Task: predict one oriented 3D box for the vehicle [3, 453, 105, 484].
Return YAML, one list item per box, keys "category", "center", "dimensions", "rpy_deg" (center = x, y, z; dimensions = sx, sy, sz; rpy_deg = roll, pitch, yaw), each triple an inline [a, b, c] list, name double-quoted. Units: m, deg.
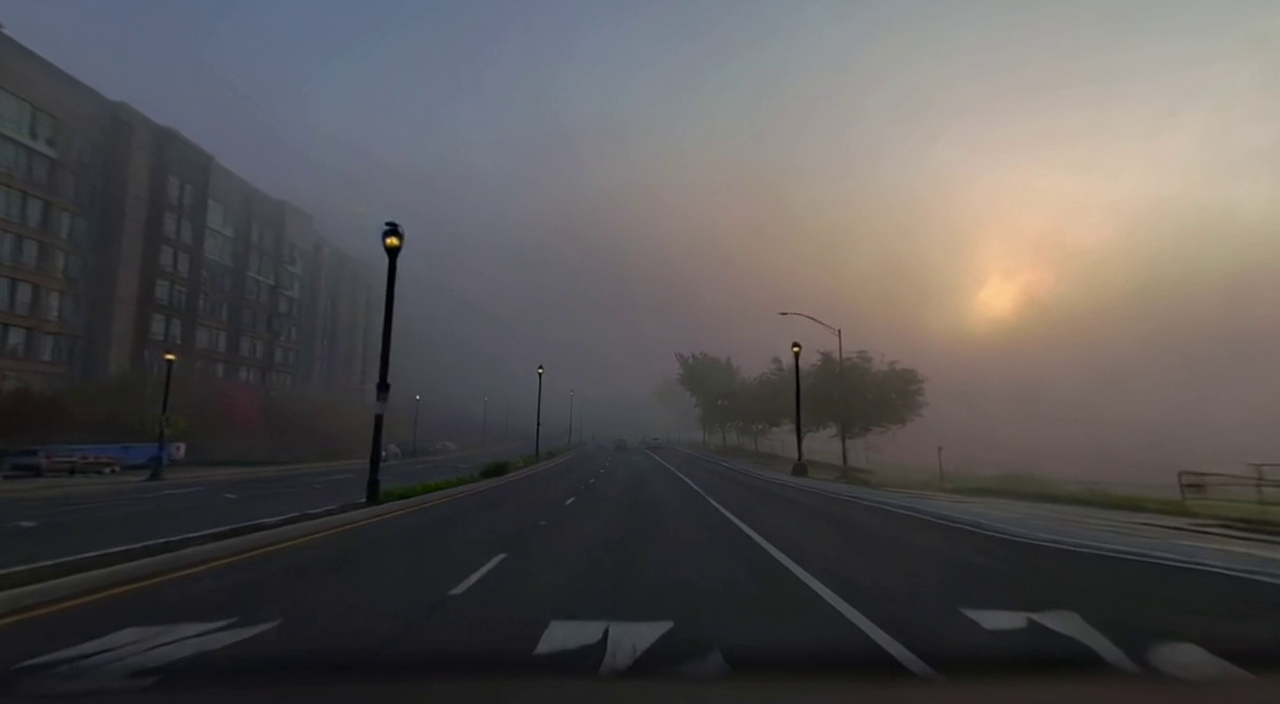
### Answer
- category: "vehicle"
  center: [-28.794, 5.738, 31.112]
  dimensions: [1.518, 1.364, 3.470]
  rpy_deg: [1, -10, 2]
